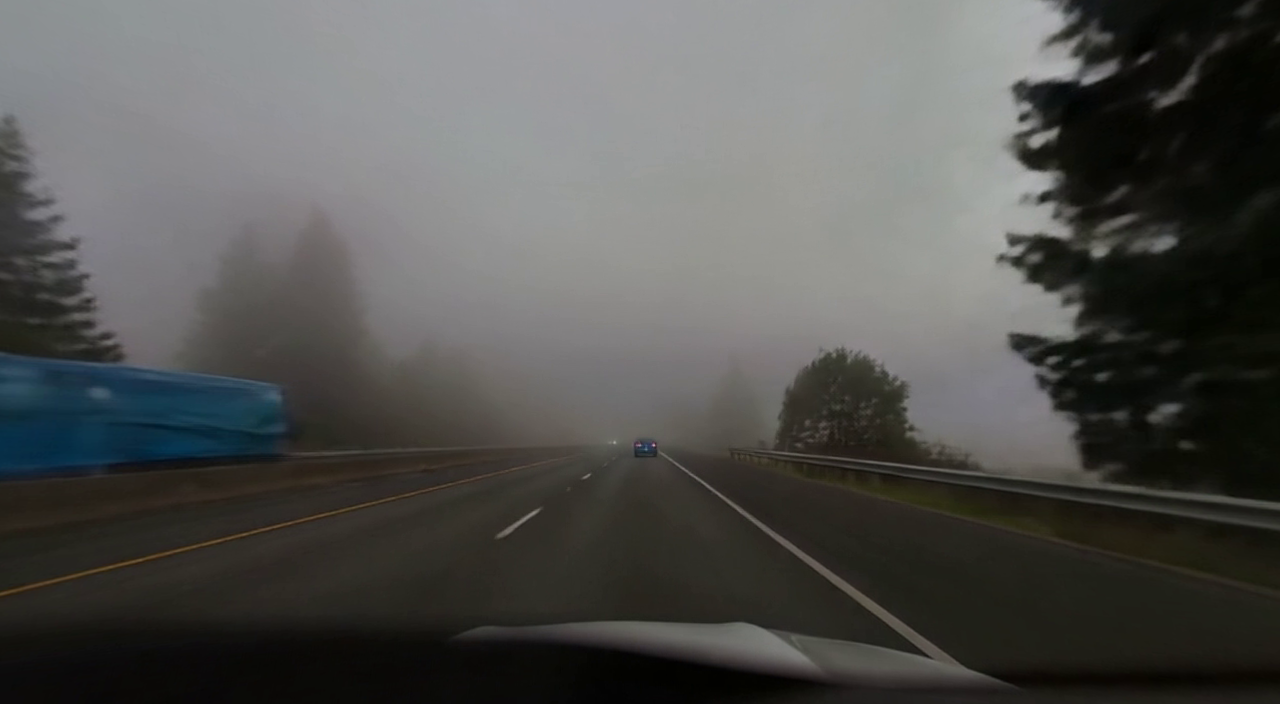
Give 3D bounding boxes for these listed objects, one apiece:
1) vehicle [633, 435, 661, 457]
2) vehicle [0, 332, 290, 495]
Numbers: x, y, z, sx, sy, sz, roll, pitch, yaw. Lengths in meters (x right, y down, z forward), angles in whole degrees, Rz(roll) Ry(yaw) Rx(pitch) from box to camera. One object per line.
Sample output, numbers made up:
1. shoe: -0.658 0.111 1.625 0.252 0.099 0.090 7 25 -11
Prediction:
1. vehicle: 0.546 7.265 48.757 2.058 1.649 3.942 0 -8 0
2. vehicle: -16.341 2.191 19.824 2.852 3.779 13.435 0 -8 0
